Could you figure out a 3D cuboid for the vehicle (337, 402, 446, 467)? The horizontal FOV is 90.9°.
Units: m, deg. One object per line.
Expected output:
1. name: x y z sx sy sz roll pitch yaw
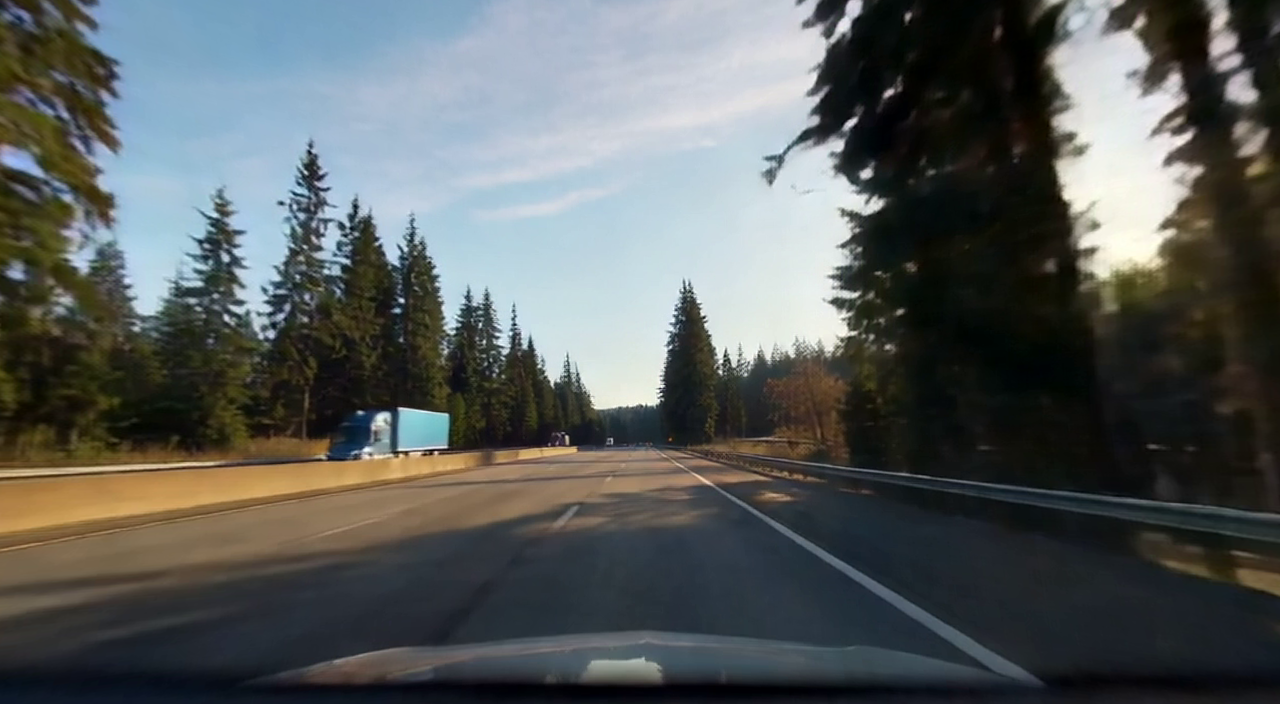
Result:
1. vehicle: -16.984 5.901 44.338 2.939 3.962 11.102 0 -8 1
